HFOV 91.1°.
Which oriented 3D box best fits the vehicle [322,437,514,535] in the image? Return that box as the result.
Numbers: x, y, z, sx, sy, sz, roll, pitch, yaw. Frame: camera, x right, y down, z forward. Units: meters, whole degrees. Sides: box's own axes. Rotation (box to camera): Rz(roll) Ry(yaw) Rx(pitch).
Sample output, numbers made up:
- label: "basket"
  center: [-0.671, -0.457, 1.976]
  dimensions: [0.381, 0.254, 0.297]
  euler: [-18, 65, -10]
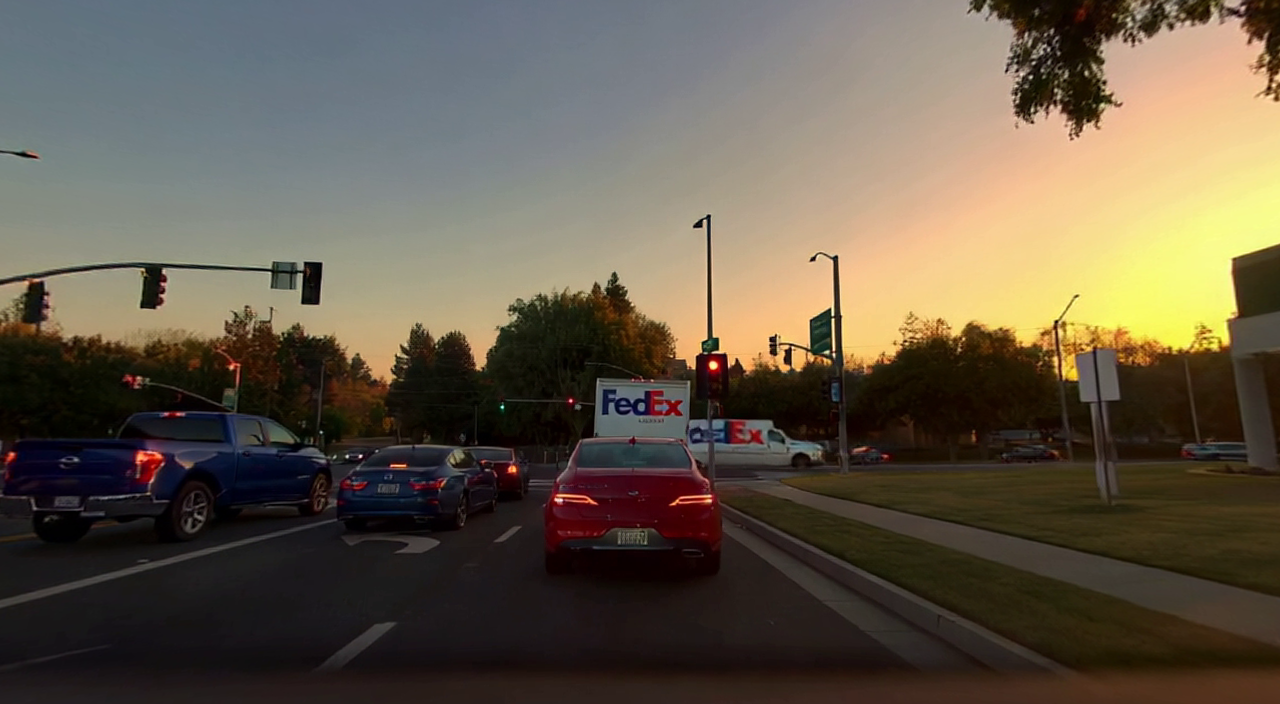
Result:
- label: "vehicle"
  center: [-3.878, 2.398, 11.923]
  dimensions: [1.949, 1.487, 4.390]
  euler: [0, -9, 1]

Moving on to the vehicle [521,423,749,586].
- label: "vehicle"
  center: [-0.047, 1.764, 8.124]
  dimensions: [2.145, 1.513, 4.269]
  euler: [0, -9, 0]

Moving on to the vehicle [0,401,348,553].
- label: "vehicle"
  center: [-7.300, 1.981, 10.718]
  dimensions: [2.125, 1.893, 5.498]
  euler: [0, -9, -2]
